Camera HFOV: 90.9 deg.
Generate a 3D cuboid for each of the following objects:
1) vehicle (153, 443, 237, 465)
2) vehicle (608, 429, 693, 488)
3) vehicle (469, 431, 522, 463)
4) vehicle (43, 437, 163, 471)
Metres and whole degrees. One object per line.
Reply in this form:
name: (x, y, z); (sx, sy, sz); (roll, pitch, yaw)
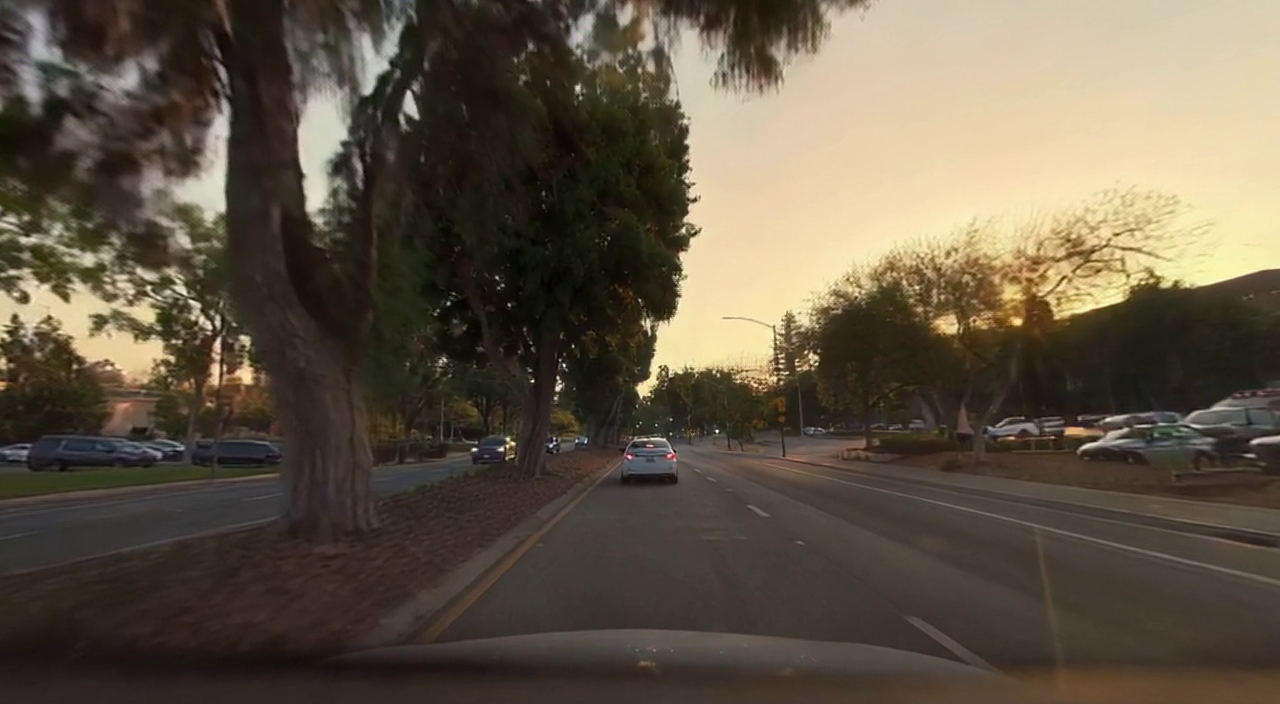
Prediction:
vehicle: (-30.440, 6.991, 43.202); (4.356, 1.444, 1.819); (0, -8, -1)
vehicle: (0.224, 2.951, 17.724); (2.093, 1.442, 3.977); (0, -8, -1)
vehicle: (-8.566, 5.691, 37.768); (2.131, 1.778, 4.912); (0, -8, -1)
vehicle: (-30.141, 5.725, 35.518); (4.764, 1.786, 2.091); (0, -8, 0)
